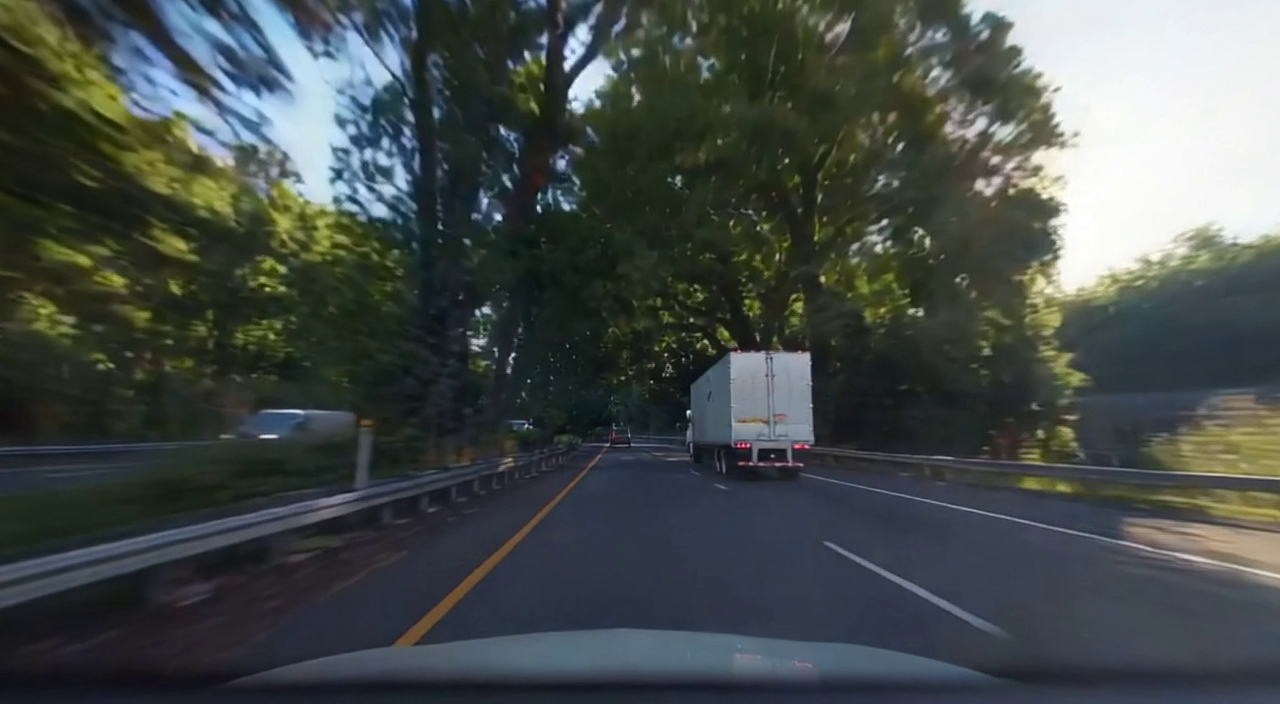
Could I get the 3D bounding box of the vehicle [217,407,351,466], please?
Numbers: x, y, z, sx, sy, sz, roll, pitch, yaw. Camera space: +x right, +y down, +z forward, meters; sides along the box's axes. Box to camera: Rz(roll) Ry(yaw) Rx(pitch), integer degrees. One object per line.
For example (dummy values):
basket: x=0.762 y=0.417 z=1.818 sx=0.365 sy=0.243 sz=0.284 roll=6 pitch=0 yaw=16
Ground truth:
vehicle: x=-12.924 y=3.135 z=23.388 sx=2.082 sy=1.934 sz=5.144 roll=0 pitch=-8 yaw=-1

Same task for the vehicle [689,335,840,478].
vehicle: x=3.995 y=2.370 z=24.197 sx=2.974 sy=4.003 sz=12.849 roll=1 pitch=-8 yaw=-1
